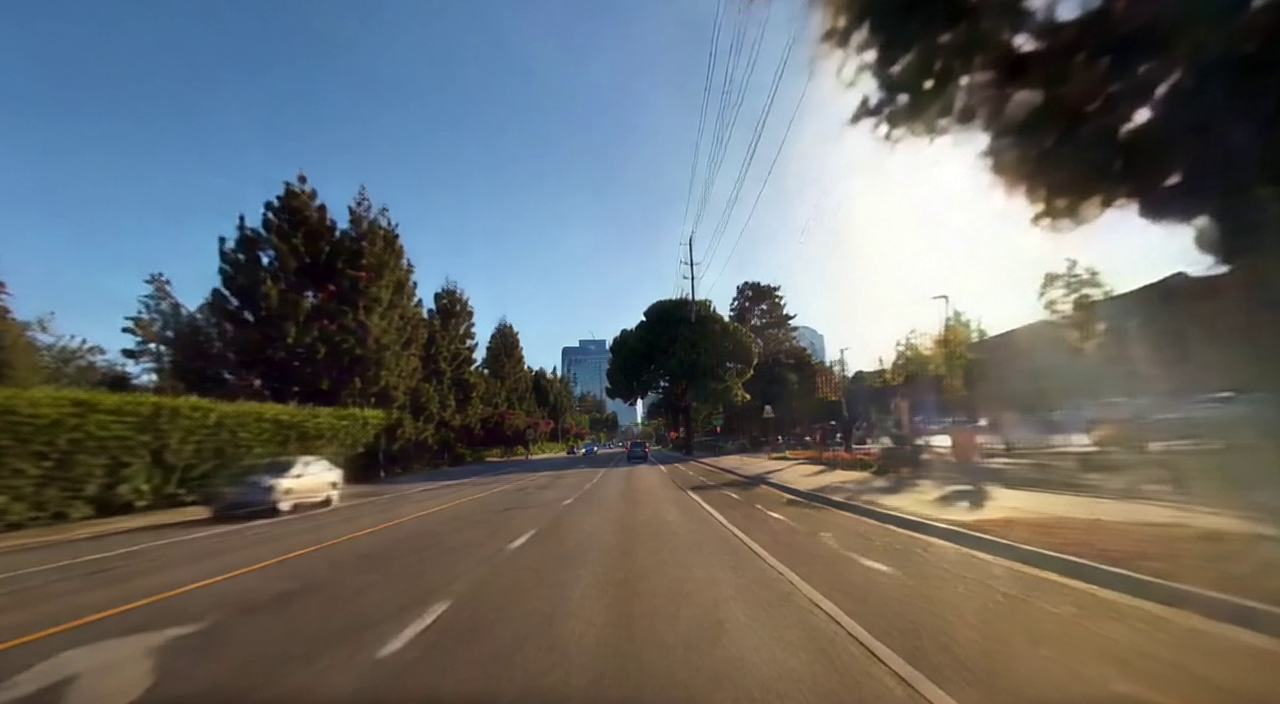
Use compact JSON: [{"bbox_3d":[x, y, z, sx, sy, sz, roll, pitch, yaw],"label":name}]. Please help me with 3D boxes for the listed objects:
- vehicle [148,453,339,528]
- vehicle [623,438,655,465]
[{"bbox_3d":[-9.265,3.230,15.296,1.867,1.456,4.251,-1,-8,0],"label":"vehicle"},{"bbox_3d":[-0.077,7.039,44.756,2.163,1.746,4.073,0,-8,0],"label":"vehicle"}]
